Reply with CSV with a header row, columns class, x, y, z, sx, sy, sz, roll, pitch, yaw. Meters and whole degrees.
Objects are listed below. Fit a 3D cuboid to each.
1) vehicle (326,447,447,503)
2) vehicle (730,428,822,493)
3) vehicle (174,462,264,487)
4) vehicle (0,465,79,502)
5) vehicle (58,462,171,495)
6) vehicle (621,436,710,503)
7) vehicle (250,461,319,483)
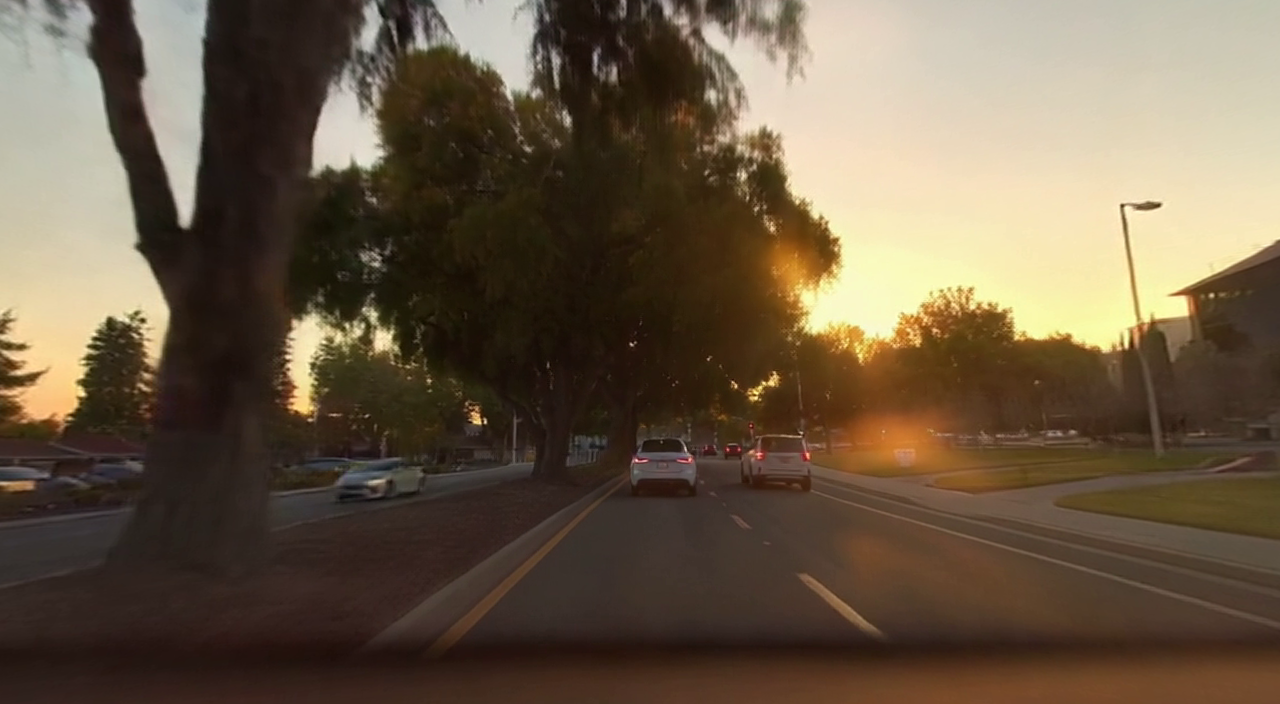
class,x,y,z,sx,sy,sz,roll,pitch,yaw
vehicle,-7.719,3.766,19.726,1.773,1.449,4.322,-4,-9,4
vehicle,4.263,3.483,20.650,1.953,1.818,5.299,-1,-8,2
vehicle,-27.079,7.856,40.623,4.366,1.486,2.072,-1,-8,5
vehicle,-27.531,5.742,27.682,4.106,1.465,1.869,-1,-8,5
vehicle,-27.577,6.632,33.156,4.434,1.582,1.946,-1,-8,7
vehicle,0.678,3.123,17.256,2.154,1.585,3.997,-1,-8,2
vehicle,-25.743,8.680,45.726,4.011,1.473,1.913,-2,-8,10
